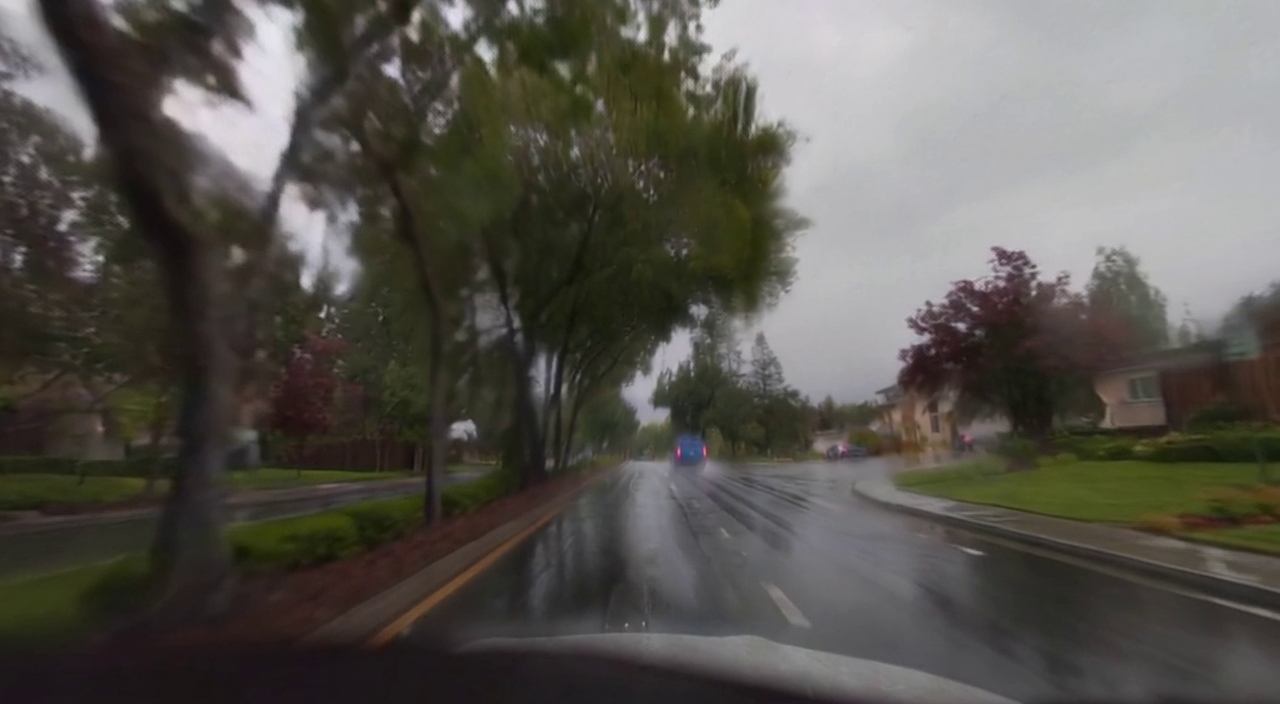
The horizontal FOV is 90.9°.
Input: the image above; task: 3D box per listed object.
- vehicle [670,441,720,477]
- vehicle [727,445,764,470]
[{"bbox_3d":[2.795,5.627,33.376,2.180,1.773,4.639,0,-9,-1],"label":"vehicle"},{"bbox_3d":[8.246,8.150,48.815,2.269,1.826,5.192,-2,-9,15],"label":"vehicle"}]
